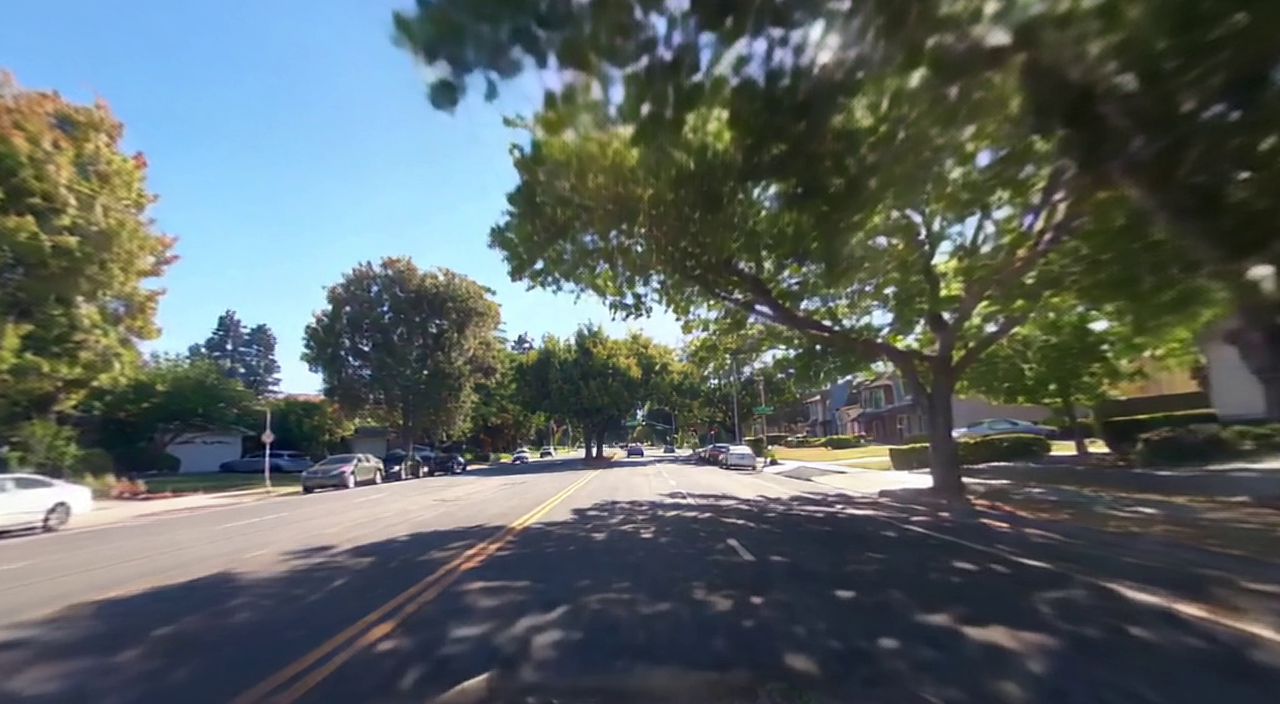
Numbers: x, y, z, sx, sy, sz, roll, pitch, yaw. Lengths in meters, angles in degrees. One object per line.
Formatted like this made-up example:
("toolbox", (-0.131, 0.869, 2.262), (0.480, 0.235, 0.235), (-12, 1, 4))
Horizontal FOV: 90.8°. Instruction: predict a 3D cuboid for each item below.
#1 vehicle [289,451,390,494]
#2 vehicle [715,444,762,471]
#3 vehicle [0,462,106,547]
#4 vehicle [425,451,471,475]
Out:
("vehicle", (-12.740, 5.098, 27.195), (2.078, 1.618, 4.650), (0, -8, -1))
("vehicle", (5.614, 6.057, 36.431), (1.875, 1.466, 4.355), (1, -8, -2))
("vehicle", (-12.783, 2.930, 11.790), (1.909, 1.477, 4.345), (-3, -8, -1))
("vehicle", (-12.799, 7.409, 42.368), (1.812, 1.454, 4.351), (0, -8, -1))
